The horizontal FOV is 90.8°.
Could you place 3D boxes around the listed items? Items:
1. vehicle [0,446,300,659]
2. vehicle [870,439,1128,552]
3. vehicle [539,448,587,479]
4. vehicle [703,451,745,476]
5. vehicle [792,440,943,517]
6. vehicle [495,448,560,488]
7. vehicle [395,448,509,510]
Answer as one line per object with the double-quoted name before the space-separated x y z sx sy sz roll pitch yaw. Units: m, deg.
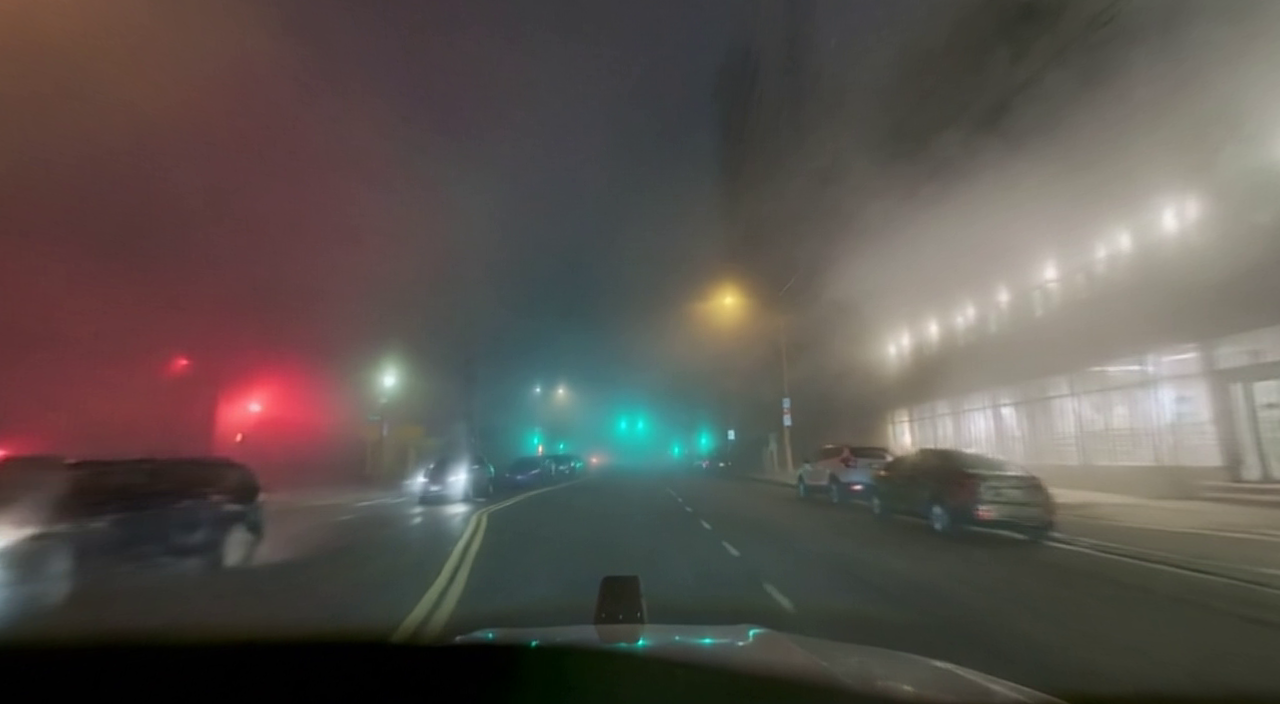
"vehicle" -5.535 1.672 6.104 2.052 1.481 4.248 0 -8 1
"vehicle" 5.868 2.344 11.148 1.957 1.572 4.418 0 -8 0
"vehicle" -4.465 6.533 37.334 2.145 1.653 4.421 -1 -8 2
"vehicle" 5.789 7.711 43.908 2.054 1.525 4.258 0 -8 -4
"vehicle" 5.792 3.248 16.925 2.138 1.715 4.886 0 -8 -1
"vehicle" -4.973 5.157 28.468 1.950 1.636 4.253 -1 -8 3
"vehicle" -5.251 3.572 18.252 1.949 1.533 3.864 -1 -8 2
